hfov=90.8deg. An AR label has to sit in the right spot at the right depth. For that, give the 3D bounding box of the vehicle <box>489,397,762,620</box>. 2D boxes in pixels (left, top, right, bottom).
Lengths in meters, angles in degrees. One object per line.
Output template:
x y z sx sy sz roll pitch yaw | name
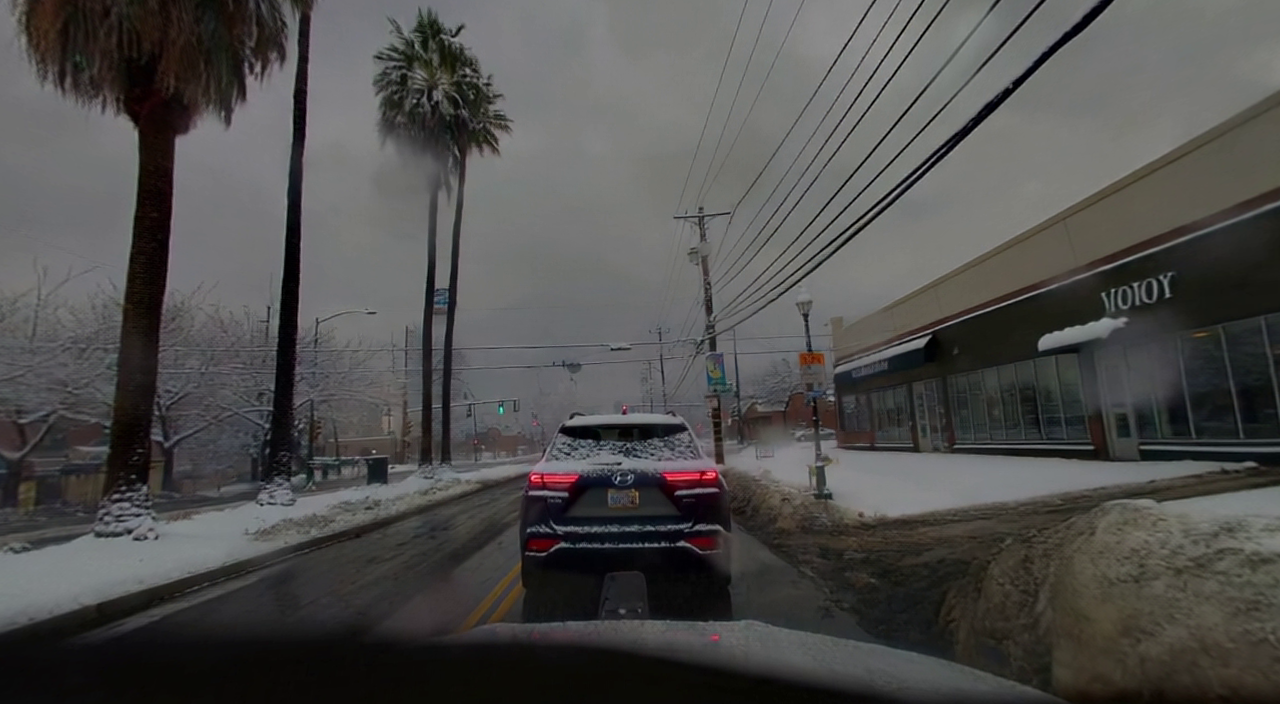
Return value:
-0.196 1.482 6.849 2.105 1.702 3.750 0 -8 -3 | vehicle
